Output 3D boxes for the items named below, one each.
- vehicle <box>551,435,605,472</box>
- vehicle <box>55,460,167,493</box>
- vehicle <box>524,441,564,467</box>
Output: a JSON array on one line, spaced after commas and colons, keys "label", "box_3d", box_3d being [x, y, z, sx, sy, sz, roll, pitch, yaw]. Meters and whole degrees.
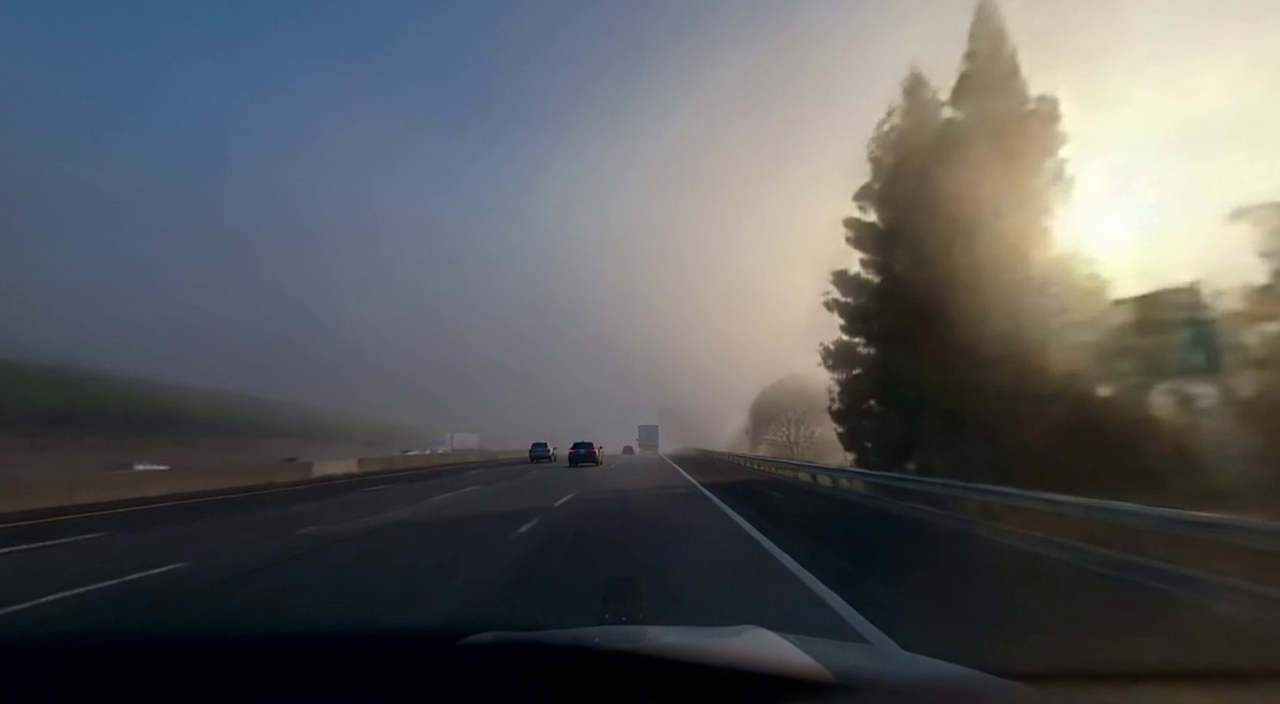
[{"label": "vehicle", "box_3d": [-3.171, 5.324, 33.290, 2.283, 1.802, 4.810, 0, -8, 1]}, {"label": "vehicle", "box_3d": [-28.427, 6.675, 34.126, 1.811, 1.488, 4.900, 0, -8, 0]}, {"label": "vehicle", "box_3d": [-6.499, 6.940, 43.157, 2.062, 1.691, 4.278, 0, -8, 0]}]
